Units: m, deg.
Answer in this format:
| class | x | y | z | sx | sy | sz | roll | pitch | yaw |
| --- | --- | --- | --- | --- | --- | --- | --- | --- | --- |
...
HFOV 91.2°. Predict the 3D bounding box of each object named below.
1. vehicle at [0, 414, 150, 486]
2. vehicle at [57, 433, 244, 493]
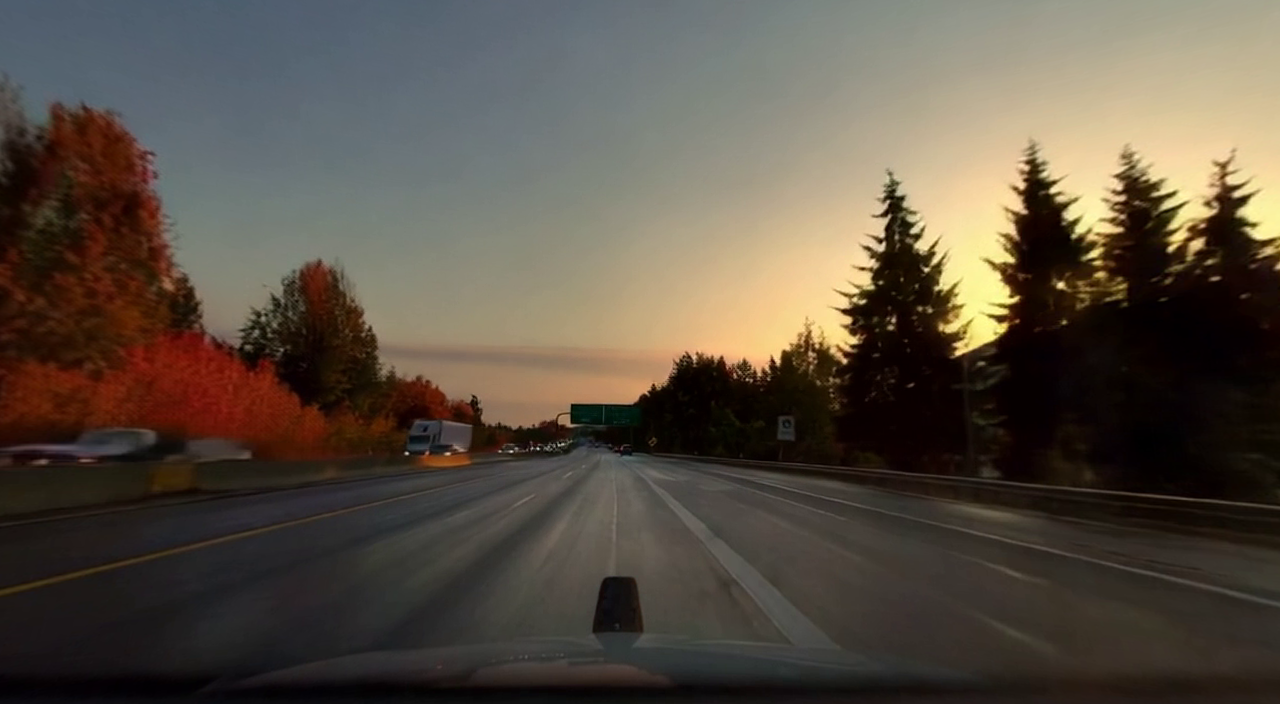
| class | x | y | z | sx | sy | sz | roll | pitch | yaw |
| --- | --- | --- | --- | --- | --- | --- | --- | --- | --- |
| vehicle | -17.762 | 2.937 | 18.821 | 2.040 | 1.860 | 5.052 | 0 | -9 | -1 |
| vehicle | -13.323 | 3.049 | 17.487 | 1.781 | 1.453 | 4.314 | 0 | -9 | -1 |
